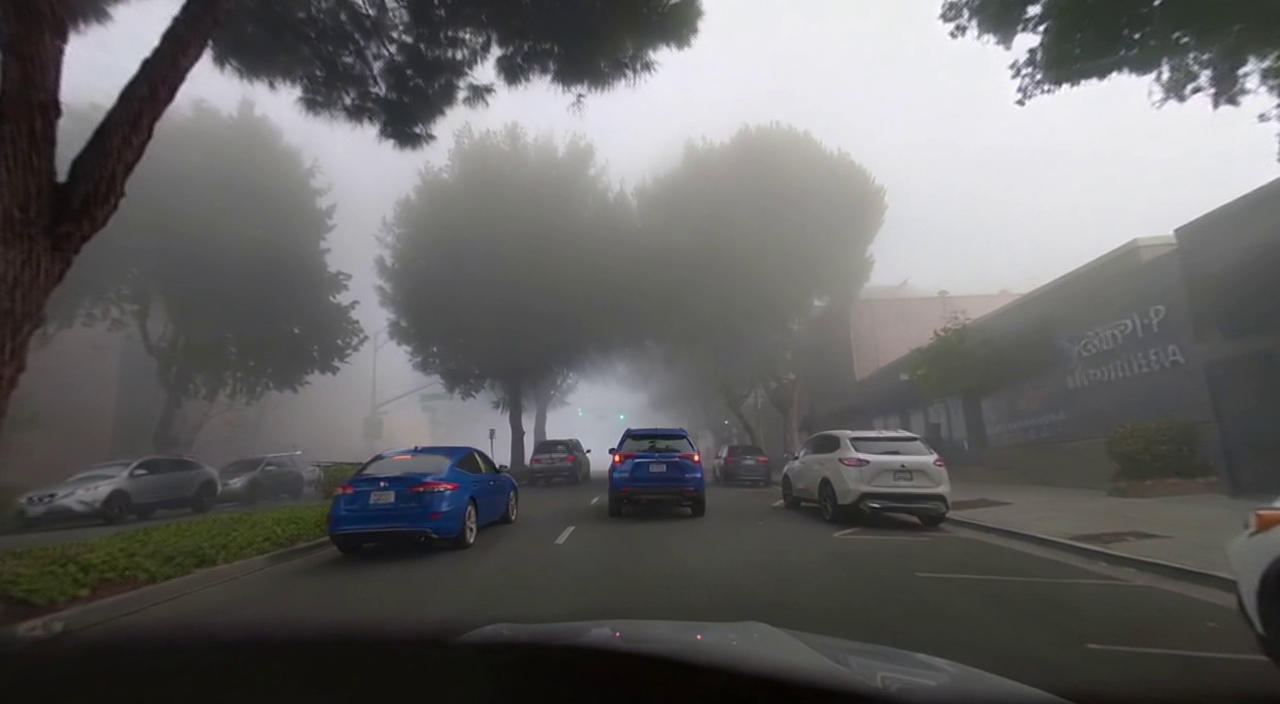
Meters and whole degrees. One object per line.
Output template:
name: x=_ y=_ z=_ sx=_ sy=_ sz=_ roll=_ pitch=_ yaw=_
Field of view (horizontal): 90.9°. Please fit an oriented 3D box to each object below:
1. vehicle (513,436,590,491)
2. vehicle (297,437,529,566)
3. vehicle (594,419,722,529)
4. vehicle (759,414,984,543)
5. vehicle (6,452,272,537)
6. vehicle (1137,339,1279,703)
vehicle: x=-3.134 y=4.048 z=23.251 sx=2.135 sy=1.806 sz=4.514 roll=0 pitch=-9 yaw=0
vehicle: x=-3.022 y=2.067 z=9.519 sx=1.908 sy=1.474 sz=4.257 roll=0 pitch=-9 yaw=0
vehicle: x=0.280 y=2.290 z=12.294 sx=2.075 sy=1.770 sz=4.018 roll=0 pitch=-9 yaw=0
vehicle: x=4.015 y=2.332 z=12.356 sx=2.038 sy=1.865 sz=5.786 roll=2 pitch=-9 yaw=-2
vehicle: x=-10.667 y=3.012 z=14.049 sx=2.041 sy=1.500 sz=4.684 roll=-1 pitch=-9 yaw=0
vehicle: x=4.060 y=0.601 z=1.193 sx=1.987 sy=1.877 sz=5.330 roll=0 pitch=-9 yaw=2
